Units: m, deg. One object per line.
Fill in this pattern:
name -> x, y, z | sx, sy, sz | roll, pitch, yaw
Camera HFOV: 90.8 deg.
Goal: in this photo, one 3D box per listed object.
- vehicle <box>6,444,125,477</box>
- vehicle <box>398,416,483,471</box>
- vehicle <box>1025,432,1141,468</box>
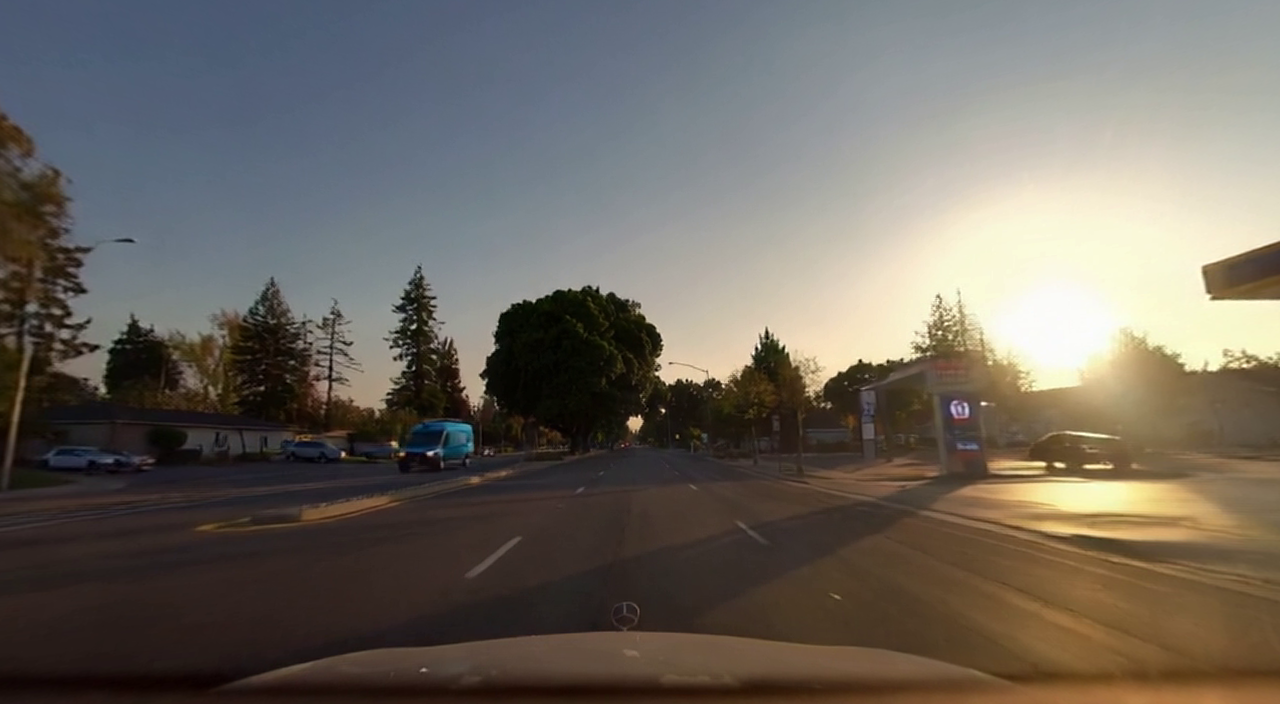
vehicle -> -30.926, 5.812, 34.106 | 4.290, 1.701, 2.002 | 0, -8, -4
vehicle -> -12.195, 5.684, 39.282 | 2.931, 3.122, 6.555 | 0, -8, 1
vehicle -> 19.316, 4.293, 27.825 | 1.994, 1.452, 4.227 | 0, -8, 0
